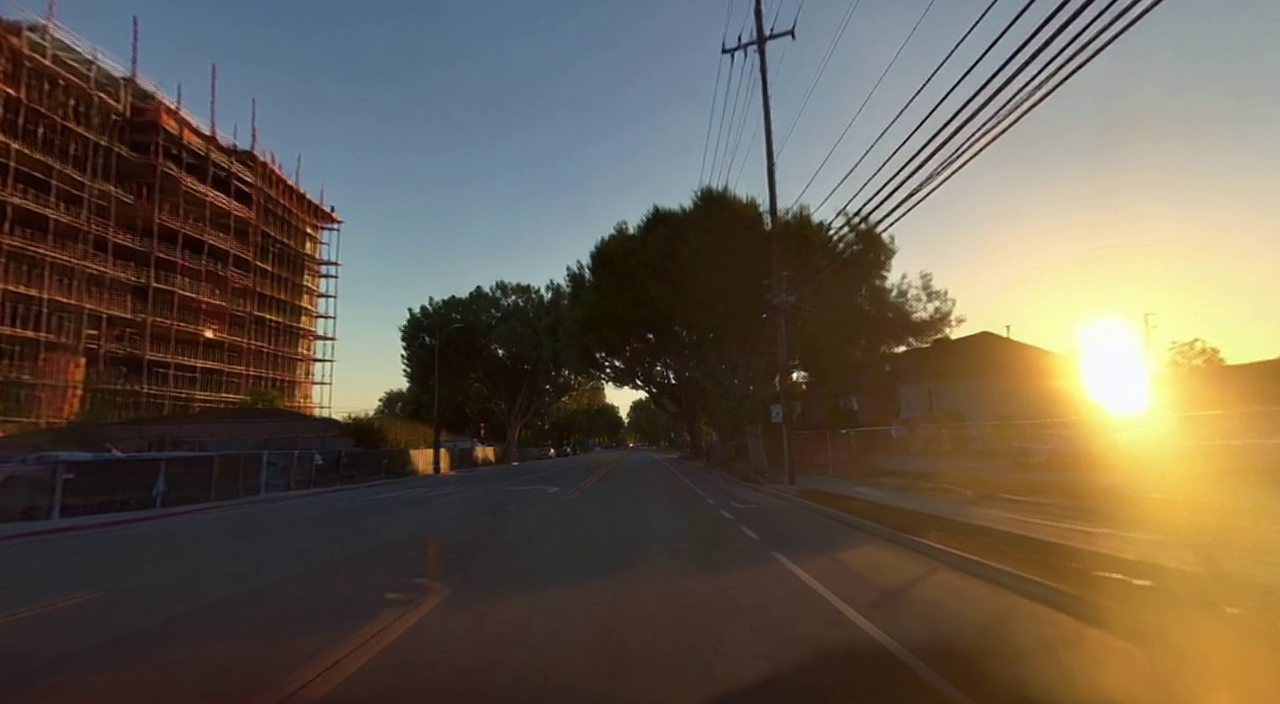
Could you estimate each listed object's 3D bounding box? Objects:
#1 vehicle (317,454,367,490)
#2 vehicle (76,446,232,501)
[{"bbox_3d":[-15.709,6.239,33.078,2.002,1.683,4.664,5,-11,-28],"label":"vehicle"},{"bbox_3d":[-20.363,5.092,26.581,4.712,1.927,2.237,-3,-10,0],"label":"vehicle"}]
